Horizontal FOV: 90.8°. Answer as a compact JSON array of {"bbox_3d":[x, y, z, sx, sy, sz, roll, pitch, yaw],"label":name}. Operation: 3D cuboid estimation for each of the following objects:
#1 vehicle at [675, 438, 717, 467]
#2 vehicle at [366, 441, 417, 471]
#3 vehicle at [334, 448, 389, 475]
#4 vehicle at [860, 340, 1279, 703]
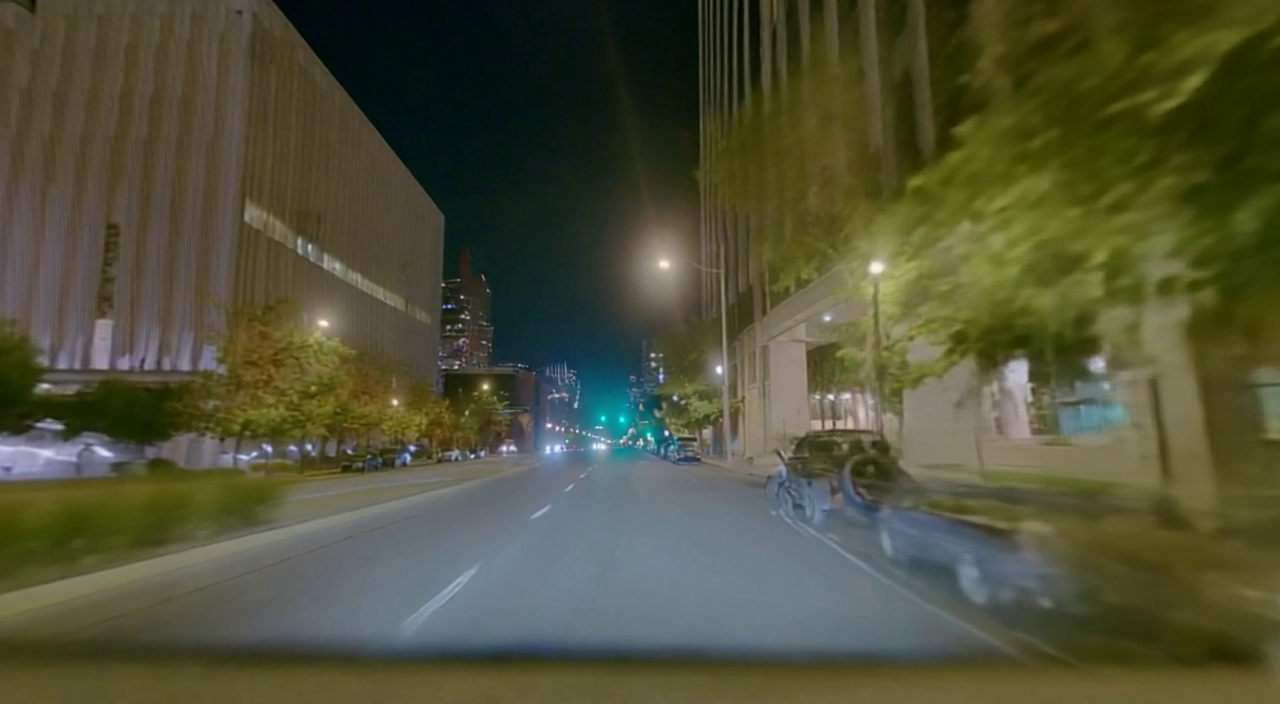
[{"bbox_3d":[3.033,5.499,34.963,1.924,1.492,4.587,0,-8,0],"label":"vehicle"},{"bbox_3d":[-18.666,7.807,47.671,2.007,1.806,4.707,-6,-7,-2],"label":"vehicle"},{"bbox_3d":[-18.637,7.296,42.441,1.791,1.461,4.496,-5,-7,-2],"label":"vehicle"},{"bbox_3d":[3.486,1.125,4.846,1.951,1.728,4.623,0,-8,0],"label":"vehicle"}]
